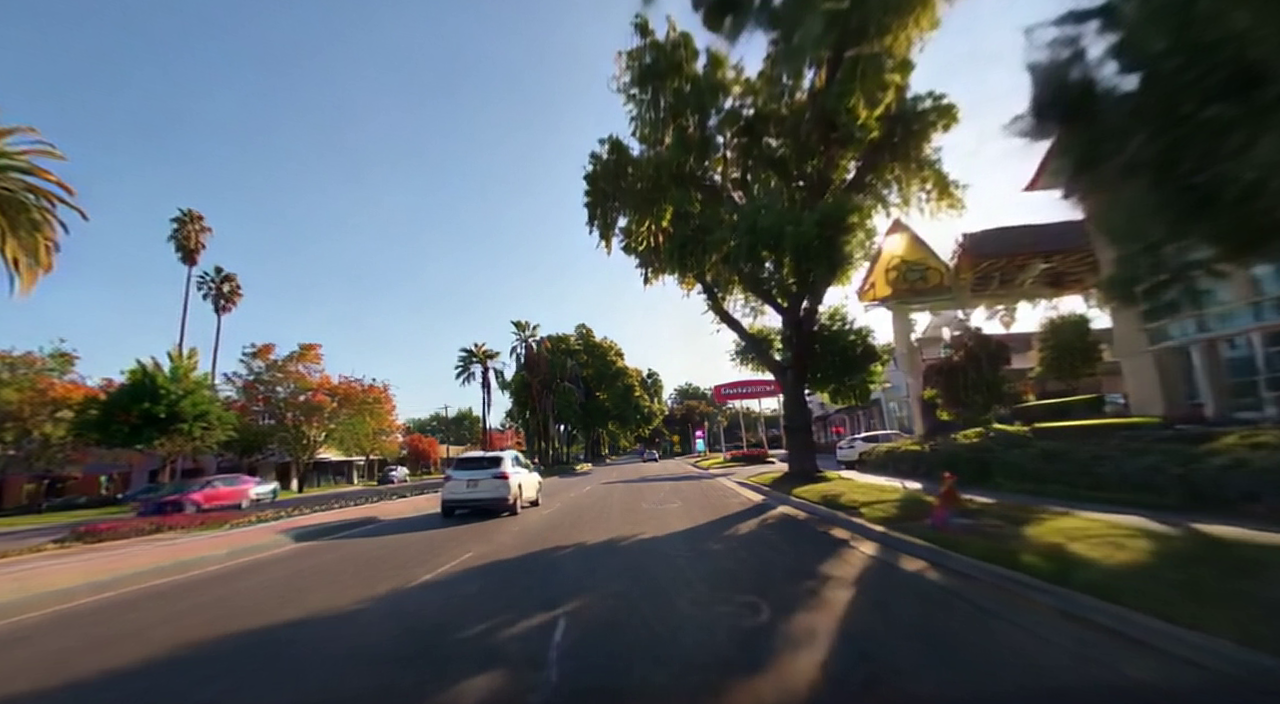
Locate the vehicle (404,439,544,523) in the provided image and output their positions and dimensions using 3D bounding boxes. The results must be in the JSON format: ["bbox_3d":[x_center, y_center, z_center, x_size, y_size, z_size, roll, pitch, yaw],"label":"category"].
[{"bbox_3d":[-3.862,3.073,15.692,2.147,1.745,4.648,0,-9,1],"label":"vehicle"}]

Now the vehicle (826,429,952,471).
[{"bbox_3d":[10.833,4.300,27.762,4.577,1.750,2.115,0,-9,0],"label":"vehicle"}]

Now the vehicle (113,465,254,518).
[{"bbox_3d":[-18.567,5.657,26.074,2.073,1.829,4.870,0,-9,1],"label":"vehicle"}]
